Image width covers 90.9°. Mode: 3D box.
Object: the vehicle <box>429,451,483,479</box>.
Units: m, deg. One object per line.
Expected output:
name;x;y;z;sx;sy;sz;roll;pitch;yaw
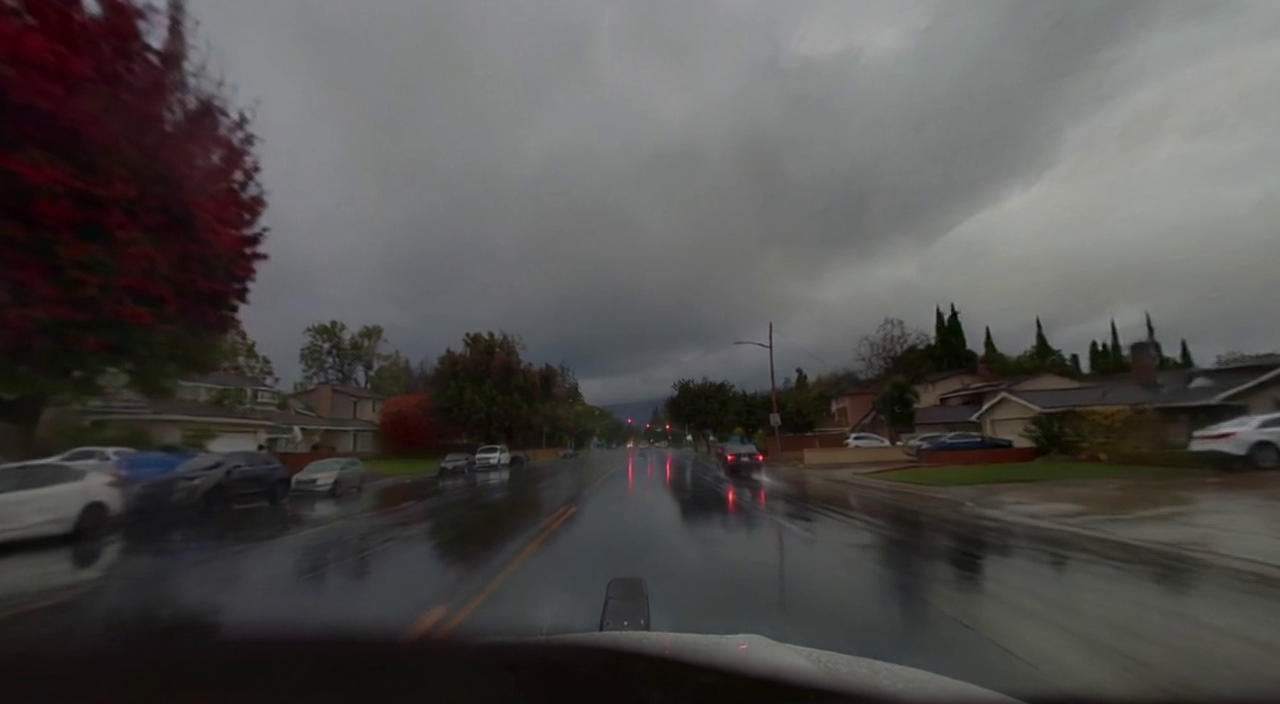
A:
vehicle;-10.725;6.571;36.984;1.829;1.441;4.355;-1;-8;0

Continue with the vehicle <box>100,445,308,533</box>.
vehicle;-10.761;3.343;16.139;2.231;1.736;4.630;-4;-8;-3

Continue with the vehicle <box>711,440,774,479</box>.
vehicle;4.342;4.625;27.399;1.956;1.492;4.425;0;-8;0

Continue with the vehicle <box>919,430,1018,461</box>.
vehicle;17.419;5.004;33.608;4.065;1.557;2.107;0;-9;-1

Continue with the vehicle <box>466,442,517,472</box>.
vehicle;-10.718;7.598;45.946;2.180;1.953;5.787;-1;-8;1

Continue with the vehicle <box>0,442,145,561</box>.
vehicle;-10.828;2.434;10.132;2.083;1.791;4.585;-5;-8;-1

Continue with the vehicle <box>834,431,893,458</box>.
vehicle;15.582;6.490;44.206;2.129;1.699;4.906;0;-8;-3

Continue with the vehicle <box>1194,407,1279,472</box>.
vehicle;17.740;2.572;18.411;2.155;1.670;4.506;-8;-11;40
